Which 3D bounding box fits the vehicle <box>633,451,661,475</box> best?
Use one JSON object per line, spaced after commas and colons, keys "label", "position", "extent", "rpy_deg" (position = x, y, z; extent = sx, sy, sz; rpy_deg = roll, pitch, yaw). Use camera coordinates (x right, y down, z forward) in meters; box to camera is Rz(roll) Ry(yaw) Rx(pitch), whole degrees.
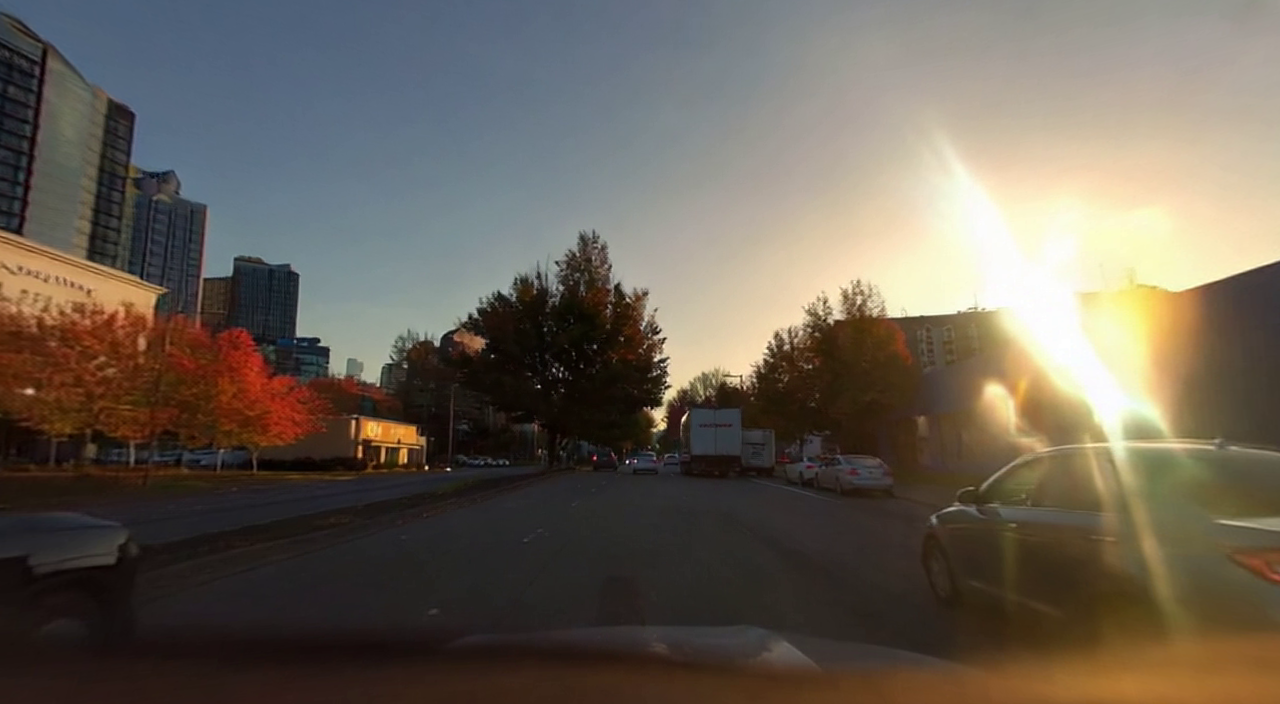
{"label": "vehicle", "position": [0.470, 7.807, 44.427], "extent": [1.846, 1.528, 4.348], "rpy_deg": [0, -9, 0]}

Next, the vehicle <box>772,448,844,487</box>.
{"label": "vehicle", "position": [7.043, 4.861, 26.878], "extent": [1.859, 1.467, 4.749], "rpy_deg": [0, -9, 1]}

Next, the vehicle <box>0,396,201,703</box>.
{"label": "vehicle", "position": [-3.635, 0.800, 1.583], "extent": [1.751, 1.540, 4.481], "rpy_deg": [-1, -9, 1]}

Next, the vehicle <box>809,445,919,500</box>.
{"label": "vehicle", "position": [7.049, 3.996, 20.411], "extent": [1.889, 1.417, 4.759], "rpy_deg": [-3, -14, 1]}

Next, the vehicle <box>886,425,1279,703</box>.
{"label": "vehicle", "position": [3.757, 1.320, 4.533], "extent": [1.915, 1.449, 4.970], "rpy_deg": [0, -9, -1]}

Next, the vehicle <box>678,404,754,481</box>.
{"label": "vehicle", "position": [3.977, 5.209, 35.855], "extent": [3.003, 3.680, 10.684], "rpy_deg": [0, -9, 0]}
